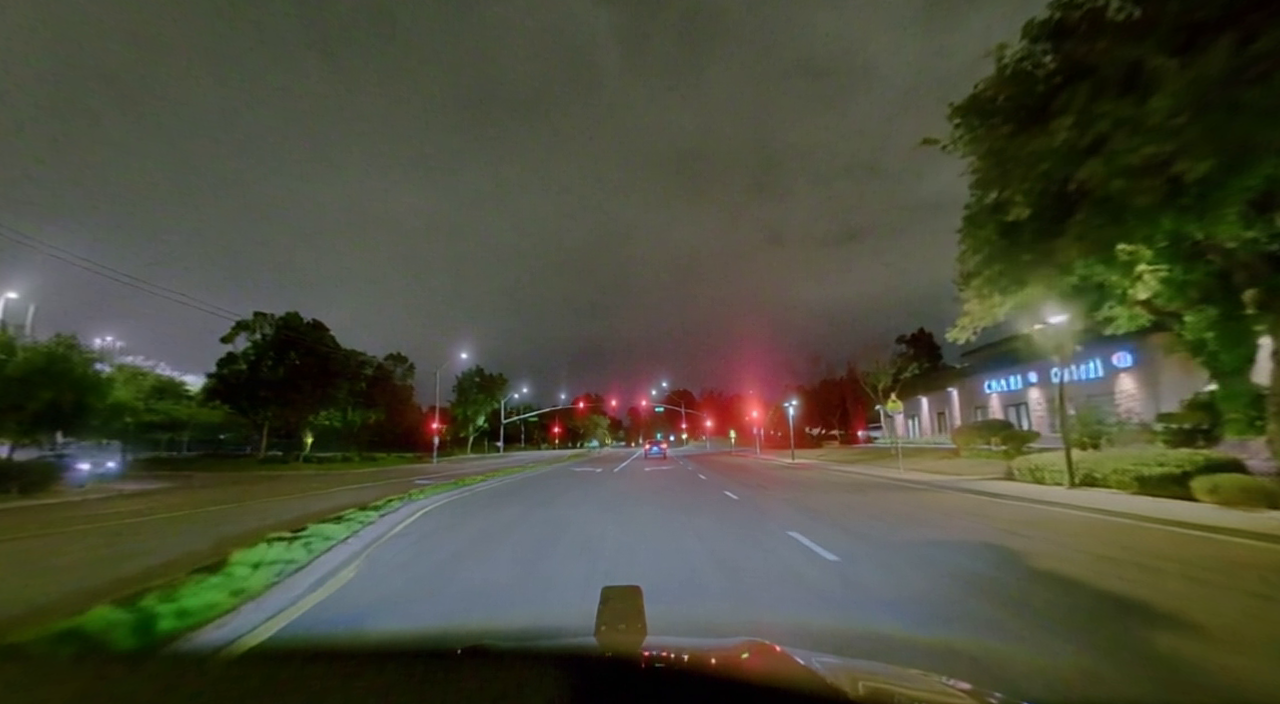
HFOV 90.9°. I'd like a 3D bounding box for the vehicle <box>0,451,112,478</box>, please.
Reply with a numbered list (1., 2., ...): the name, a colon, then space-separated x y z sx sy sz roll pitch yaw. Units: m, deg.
1. vehicle: -32.696 6.296 35.346 4.438 1.440 1.782 0 -8 -2
